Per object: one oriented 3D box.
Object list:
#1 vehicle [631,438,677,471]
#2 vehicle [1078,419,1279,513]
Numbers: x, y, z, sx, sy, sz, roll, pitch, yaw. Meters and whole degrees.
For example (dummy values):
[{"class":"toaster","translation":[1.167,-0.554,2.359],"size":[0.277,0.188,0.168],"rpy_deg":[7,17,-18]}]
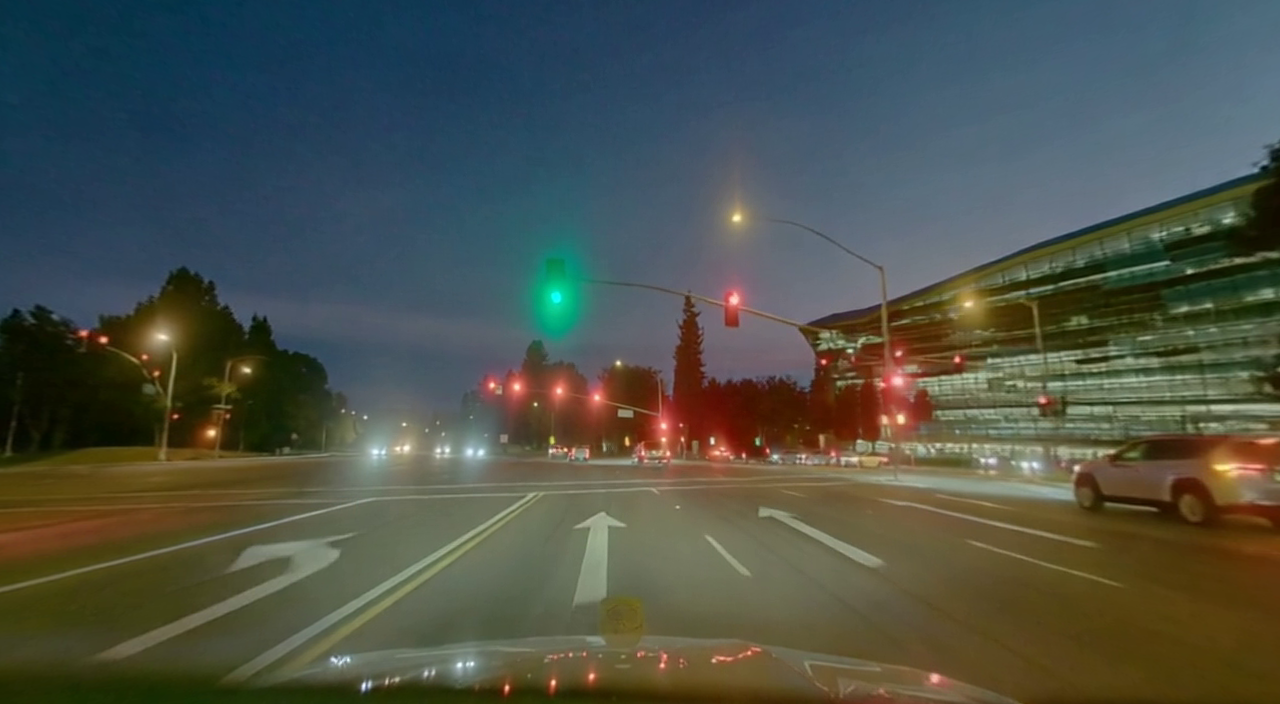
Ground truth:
[{"class":"vehicle","translation":[0.710,5.814,36.056],"size":[2.024,1.724,3.928],"rpy_deg":[1,-8,-8]},{"class":"vehicle","translation":[12.314,2.456,14.081],"size":[2.130,1.741,4.665],"rpy_deg":[-1,-8,6]}]
